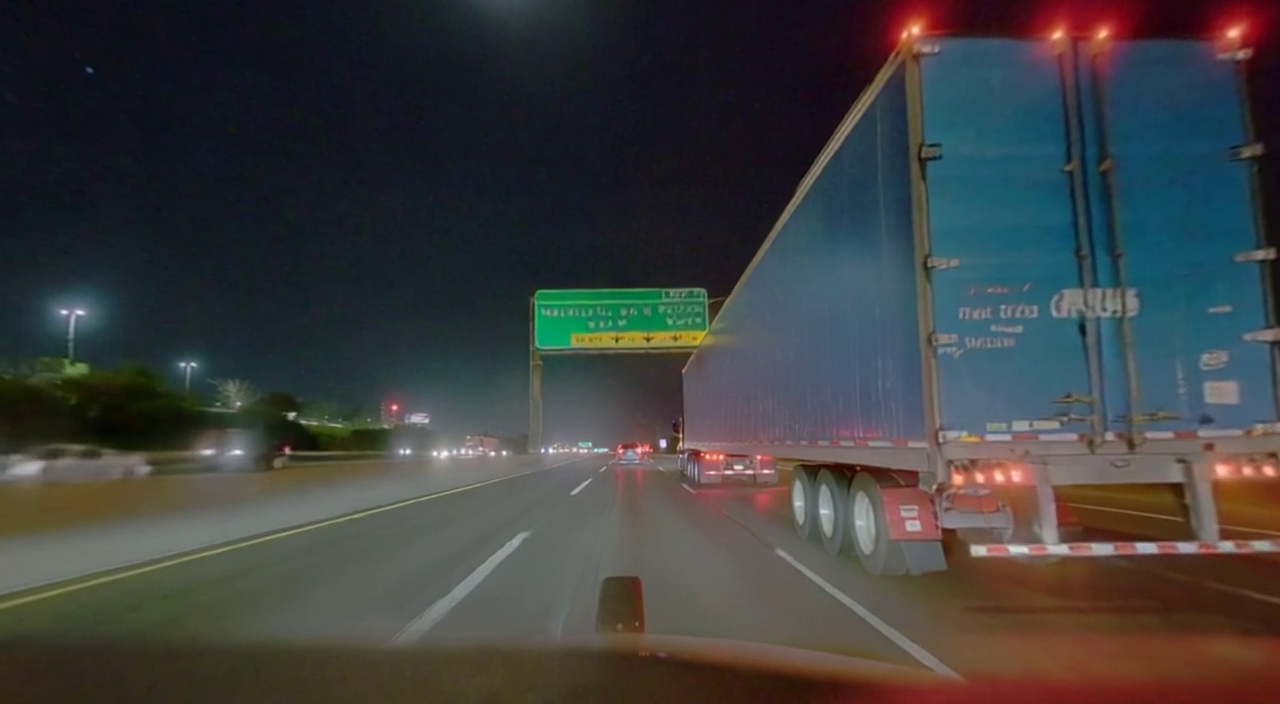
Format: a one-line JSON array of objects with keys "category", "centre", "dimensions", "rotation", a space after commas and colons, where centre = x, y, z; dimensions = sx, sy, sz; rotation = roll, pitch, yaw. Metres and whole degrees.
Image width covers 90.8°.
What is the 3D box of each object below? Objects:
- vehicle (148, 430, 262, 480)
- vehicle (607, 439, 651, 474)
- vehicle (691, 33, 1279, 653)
[{"category": "vehicle", "centre": [-20.604, 4.914, 30.262], "dimensions": [2.051, 2.191, 4.865], "rotation": [0, -9, -2]}, {"category": "vehicle", "centre": [-0.606, 5.475, 33.143], "dimensions": [2.191, 1.685, 4.015], "rotation": [0, -9, -2]}, {"category": "vehicle", "centre": [3.279, 1.015, 12.051], "dimensions": [2.996, 4.123, 15.965], "rotation": [0, -9, -1]}]
